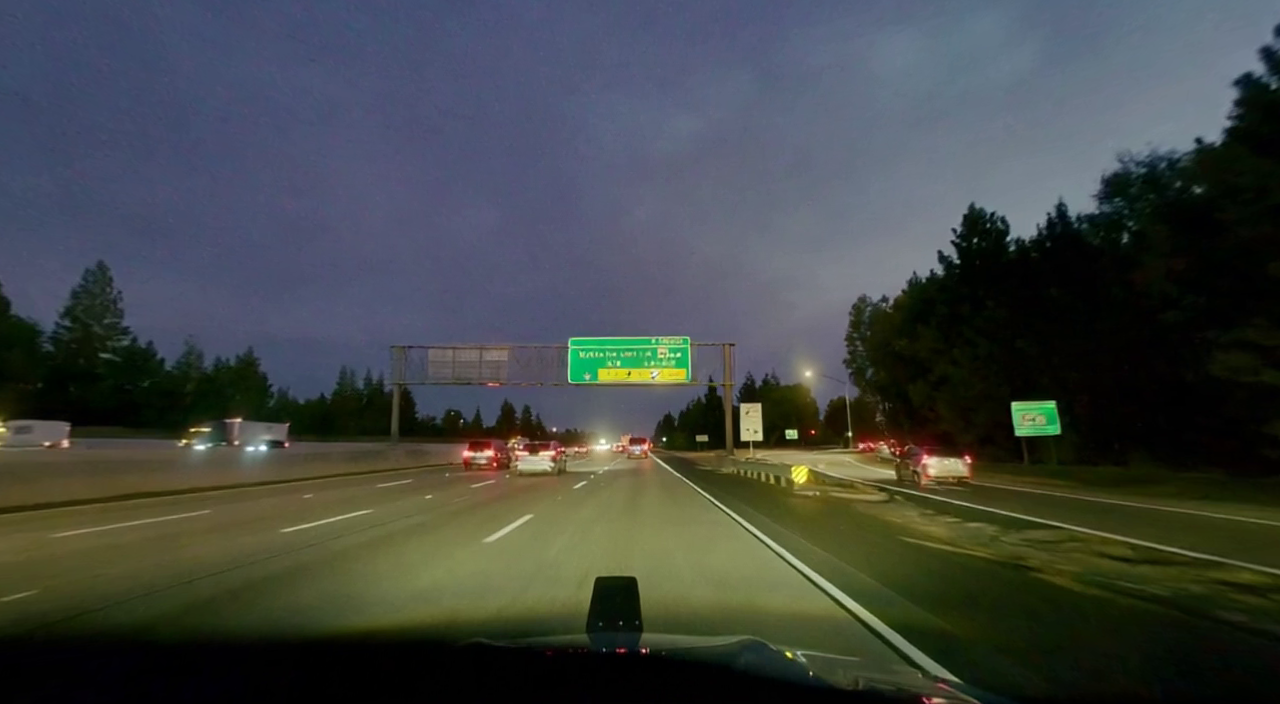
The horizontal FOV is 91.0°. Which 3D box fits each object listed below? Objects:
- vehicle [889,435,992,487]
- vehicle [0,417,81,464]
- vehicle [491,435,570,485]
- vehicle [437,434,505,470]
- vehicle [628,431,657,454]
[{"bbox_3d":[11.706,4.266,24.972,2.200,1.827,4.822,-1,-9,7],"label":"vehicle"},{"bbox_3d":[-43.781,6.145,43.346,3.010,3.066,8.118,0,-9,0],"label":"vehicle"},{"bbox_3d":[-3.929,3.973,23.429,2.094,1.695,4.260,0,-9,1],"label":"vehicle"},{"bbox_3d":[-10.494,6.298,39.811,2.519,2.029,6.180,0,-9,1],"label":"vehicle"},{"bbox_3d":[0.210,7.140,49.437,2.146,1.687,4.341,0,-9,1],"label":"vehicle"}]
